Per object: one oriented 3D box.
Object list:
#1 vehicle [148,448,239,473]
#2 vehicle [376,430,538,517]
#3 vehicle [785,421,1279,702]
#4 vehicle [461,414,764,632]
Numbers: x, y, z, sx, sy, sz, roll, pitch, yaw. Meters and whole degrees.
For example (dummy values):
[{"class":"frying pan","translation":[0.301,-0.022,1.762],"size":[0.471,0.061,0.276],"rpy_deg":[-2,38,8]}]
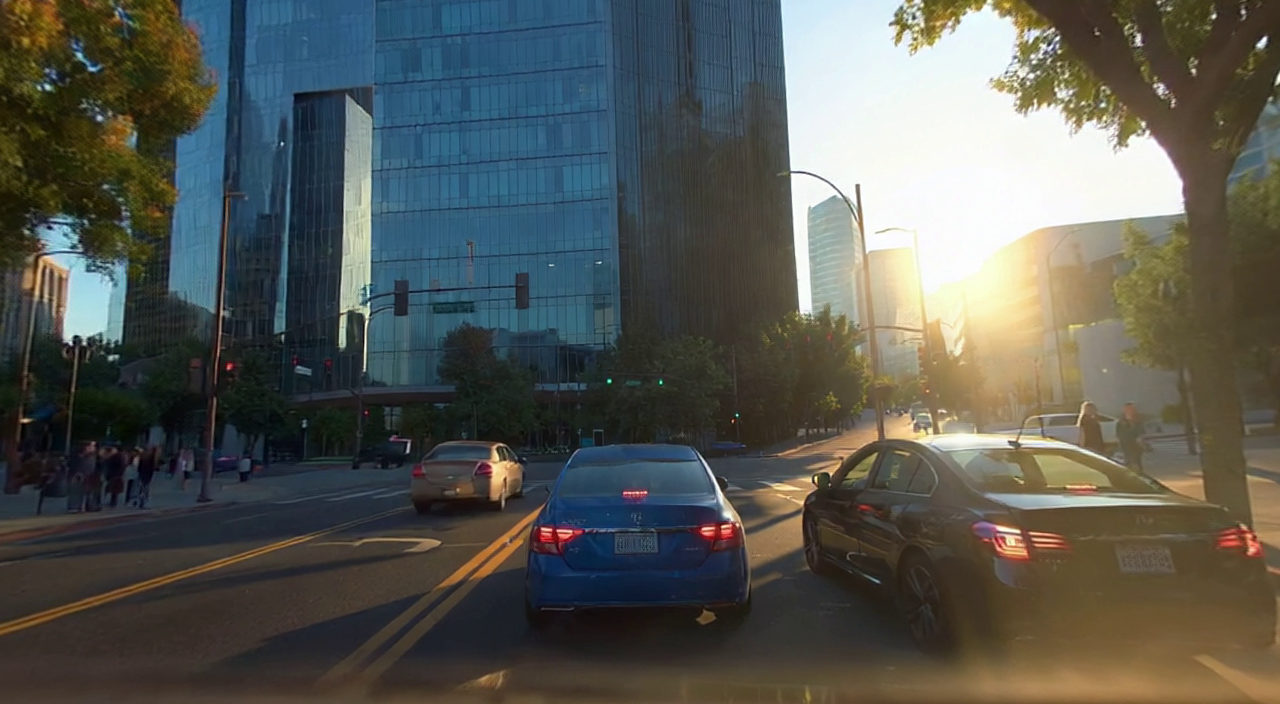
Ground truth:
[{"class":"vehicle","translation":[-27.295,6.609,38.422],"size":[4.140,1.486,1.799],"rpy_deg":[0,-8,0]},{"class":"vehicle","translation":[-3.570,2.470,13.315],"size":[1.971,1.496,4.648],"rpy_deg":[0,-8,1]},{"class":"vehicle","translation":[2.757,1.412,5.455],"size":[1.952,1.464,4.165],"rpy_deg":[0,-8,-1]},{"class":"vehicle","translation":[-0.265,1.472,6.414],"size":[2.072,1.476,4.078],"rpy_deg":[0,-8,-2]}]
